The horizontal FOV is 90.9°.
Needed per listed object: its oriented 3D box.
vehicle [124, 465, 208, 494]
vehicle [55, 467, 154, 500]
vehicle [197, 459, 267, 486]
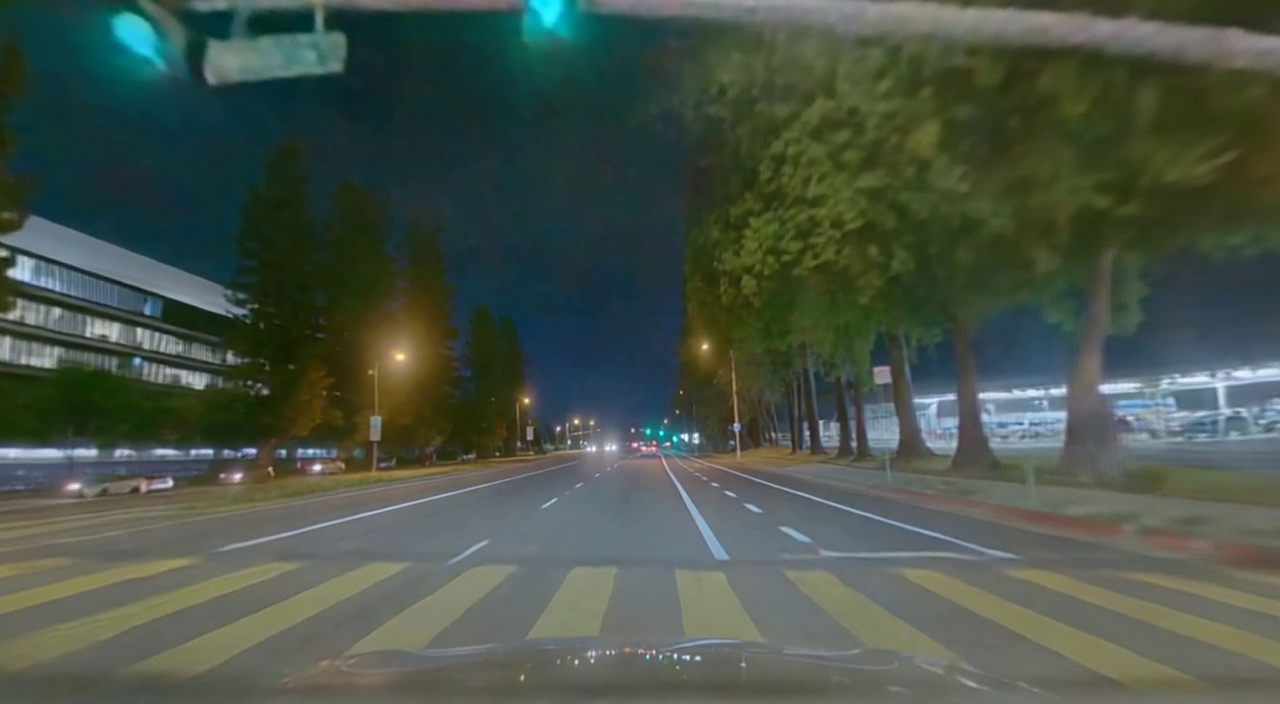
[{"bbox_3d":[-29.654,7.943,39.607,1.815,1.531,4.544,0,-8,-1],"label":"vehicle"},{"bbox_3d":[-29.611,7.244,35.011,1.807,1.534,4.156,0,-8,0],"label":"vehicle"},{"bbox_3d":[-29.593,8.757,45.911,1.902,1.746,4.706,0,-8,1],"label":"vehicle"}]
